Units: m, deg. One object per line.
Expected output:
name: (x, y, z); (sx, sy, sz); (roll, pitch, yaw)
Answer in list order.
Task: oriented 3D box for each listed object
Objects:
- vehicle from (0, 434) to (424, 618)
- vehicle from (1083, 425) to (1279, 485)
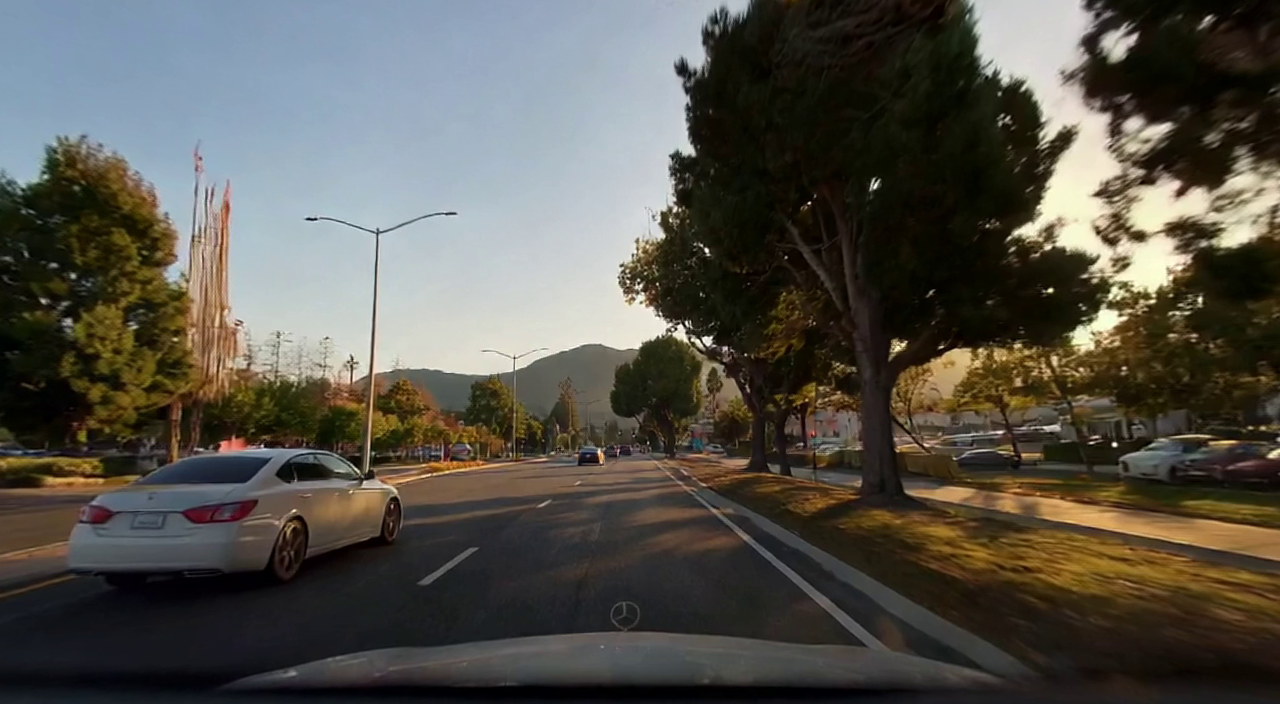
vehicle: (-4.284, 1.738, 7.377); (2.003, 1.454, 4.484); (0, -9, -1)
vehicle: (16.461, 3.094, 19.051); (4.503, 1.668, 2.185); (0, -9, -1)
